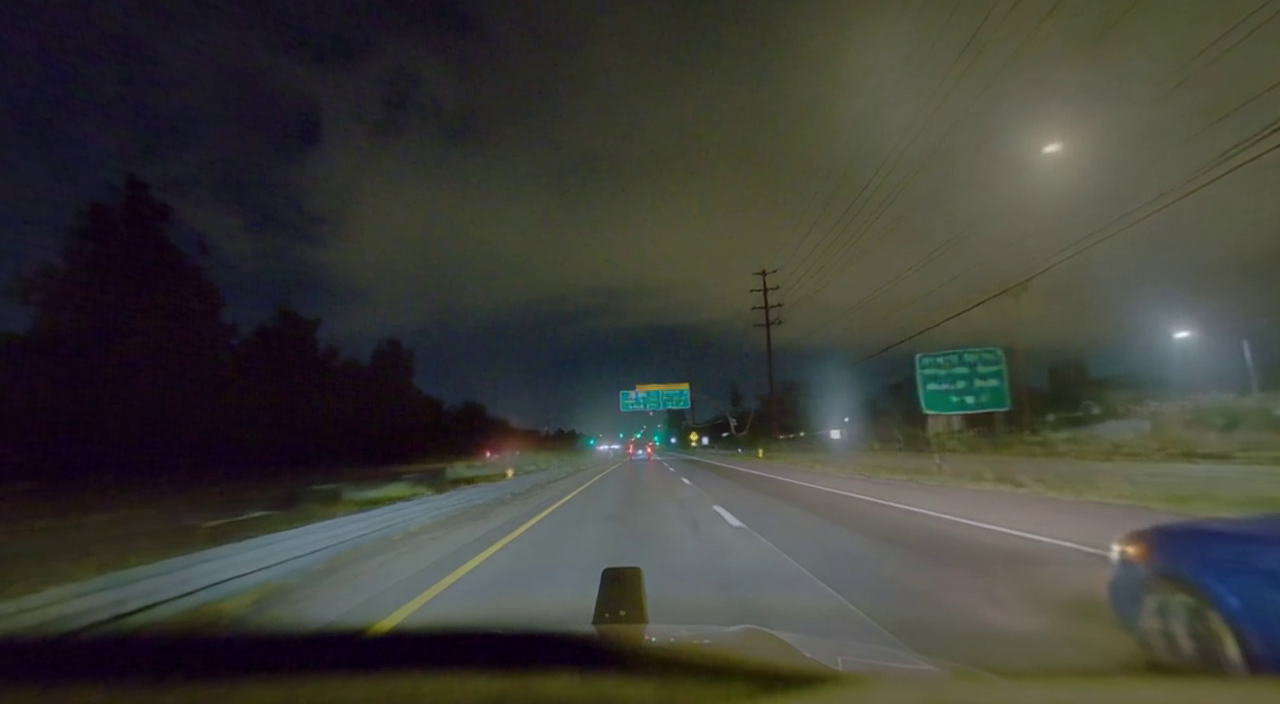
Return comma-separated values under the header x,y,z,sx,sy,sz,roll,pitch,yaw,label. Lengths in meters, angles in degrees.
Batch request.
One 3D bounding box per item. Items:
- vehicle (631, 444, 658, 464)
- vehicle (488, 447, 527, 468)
x,y,z,sx,sy,sz,roll,pitch,yaw,label
0.307,7.893,48.993,2.036,1.474,3.969,0,-8,0,vehicle
-10.055,8.046,48.228,1.947,1.528,4.355,0,-8,1,vehicle
